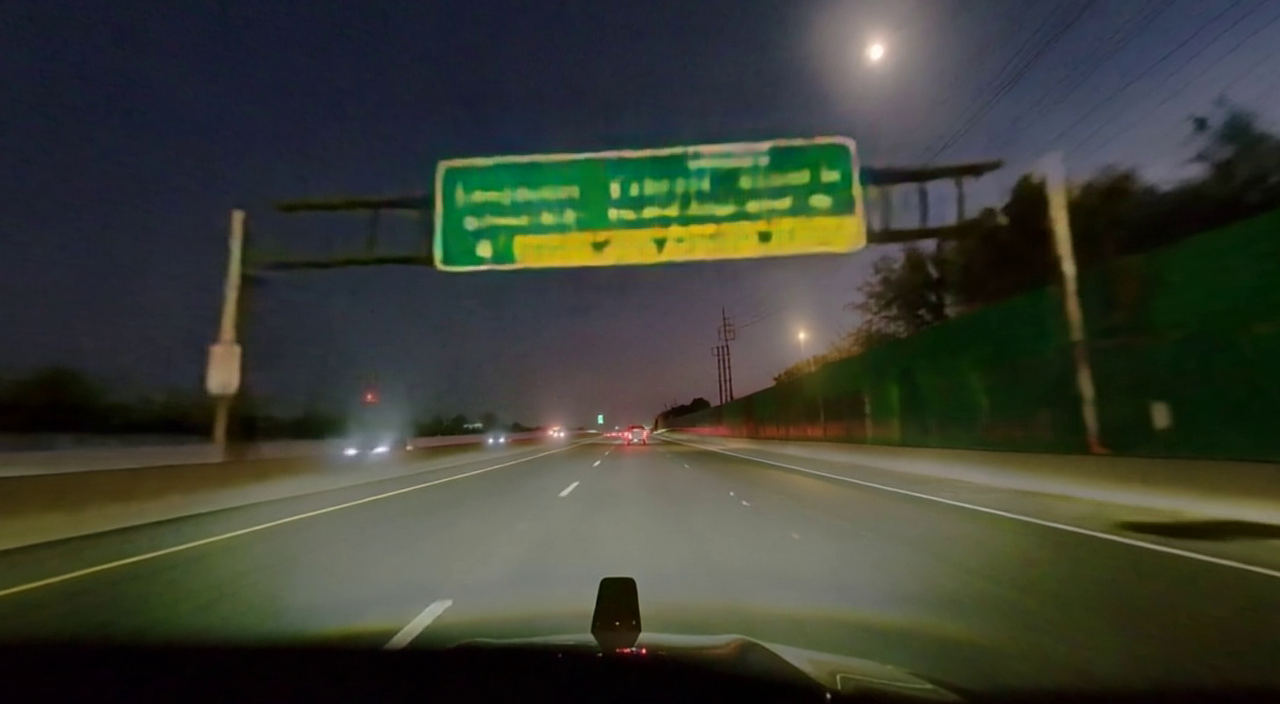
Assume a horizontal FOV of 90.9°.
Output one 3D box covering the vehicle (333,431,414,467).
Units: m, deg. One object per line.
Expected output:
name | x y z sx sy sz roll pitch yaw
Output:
vehicle | -12.533 4.563 29.983 1.907 1.549 4.603 0 -8 0
